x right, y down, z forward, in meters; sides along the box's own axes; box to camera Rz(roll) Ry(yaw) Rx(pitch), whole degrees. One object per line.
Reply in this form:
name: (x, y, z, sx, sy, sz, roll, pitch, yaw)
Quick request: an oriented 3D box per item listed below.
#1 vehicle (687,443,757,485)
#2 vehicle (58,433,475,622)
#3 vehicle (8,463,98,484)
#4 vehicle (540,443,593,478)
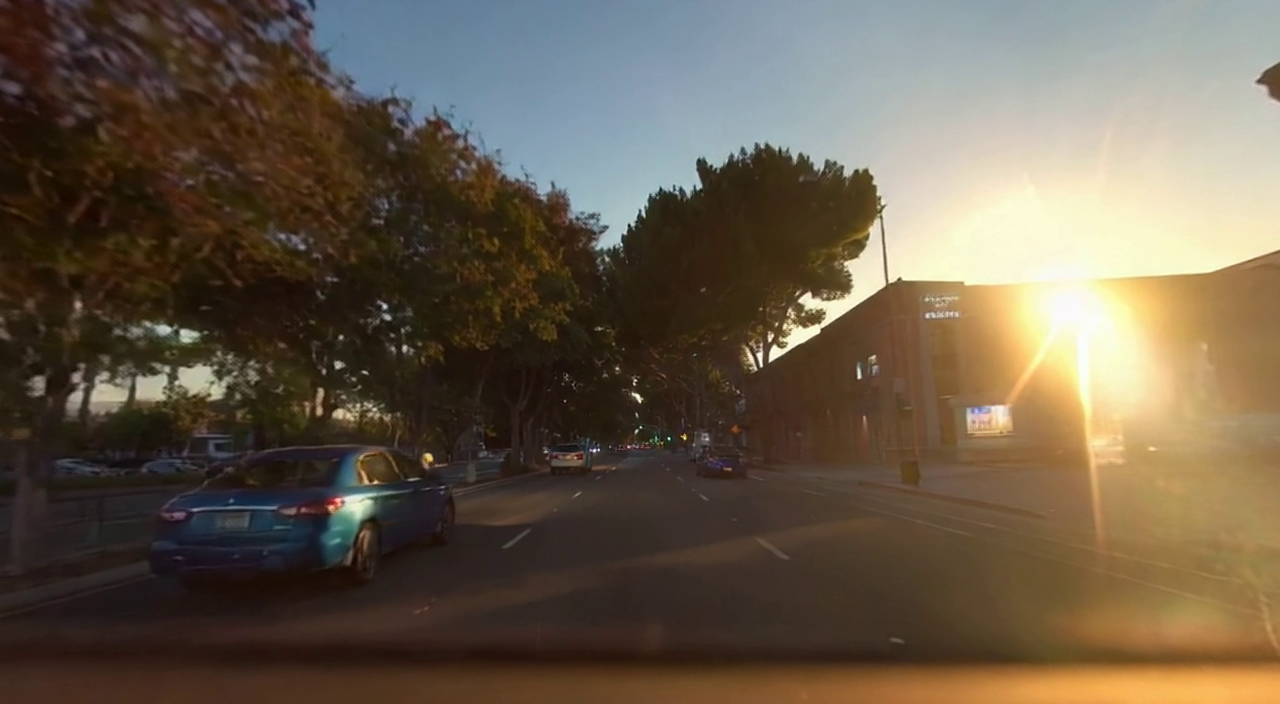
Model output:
vehicle: (3.079, 4.317, 24.688, 1.961, 1.482, 4.538, 0, -9, -2)
vehicle: (-3.528, 1.721, 7.231, 2.060, 1.466, 4.387, 0, -9, 0)
vehicle: (-43.344, 8.979, 46.711, 4.623, 1.474, 1.905, 0, -9, -2)
vehicle: (-3.773, 5.659, 33.346, 2.145, 1.694, 4.642, 0, -9, 1)
